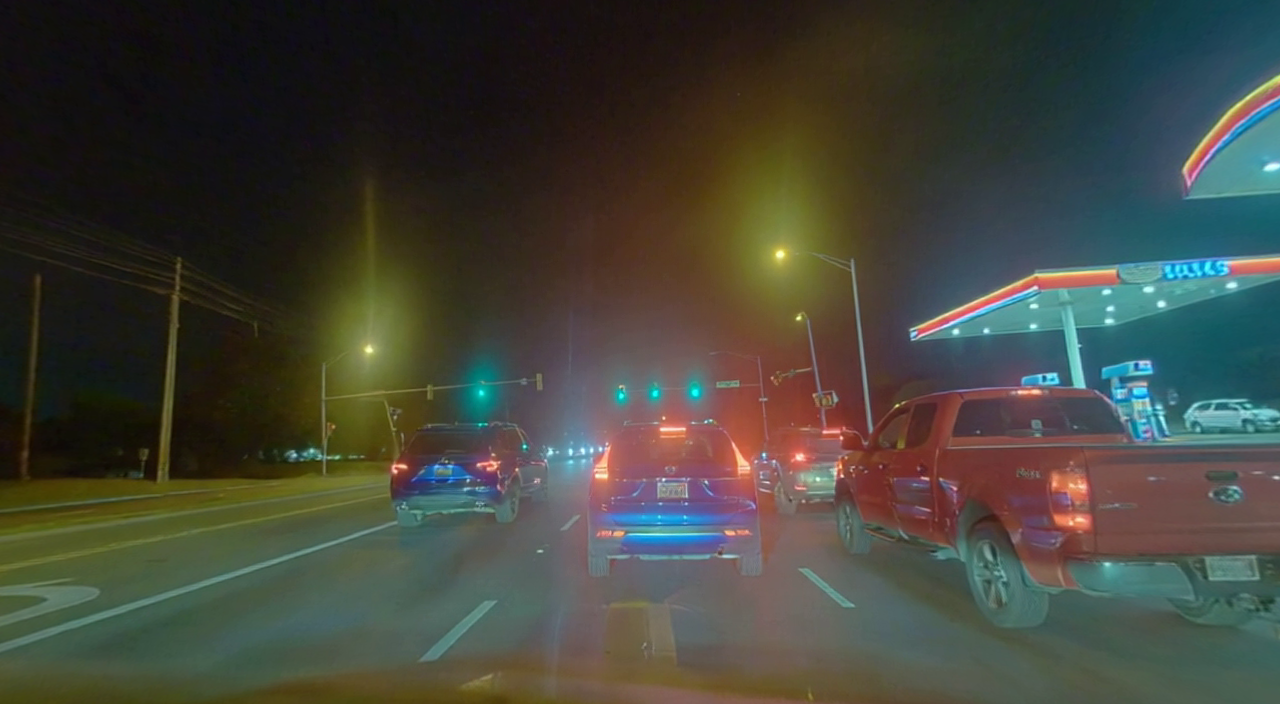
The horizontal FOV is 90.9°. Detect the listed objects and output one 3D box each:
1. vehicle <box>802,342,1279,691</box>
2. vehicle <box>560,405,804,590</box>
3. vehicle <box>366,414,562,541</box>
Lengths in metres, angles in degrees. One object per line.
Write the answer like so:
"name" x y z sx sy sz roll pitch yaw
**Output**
"vehicle" 3.405 1.261 6.115 2.161 1.868 5.321 0 -8 -1
"vehicle" 0.363 1.611 7.779 2.181 1.650 4.083 0 -8 0
"vehicle" -2.710 2.051 10.913 2.019 1.731 4.299 0 -8 2
